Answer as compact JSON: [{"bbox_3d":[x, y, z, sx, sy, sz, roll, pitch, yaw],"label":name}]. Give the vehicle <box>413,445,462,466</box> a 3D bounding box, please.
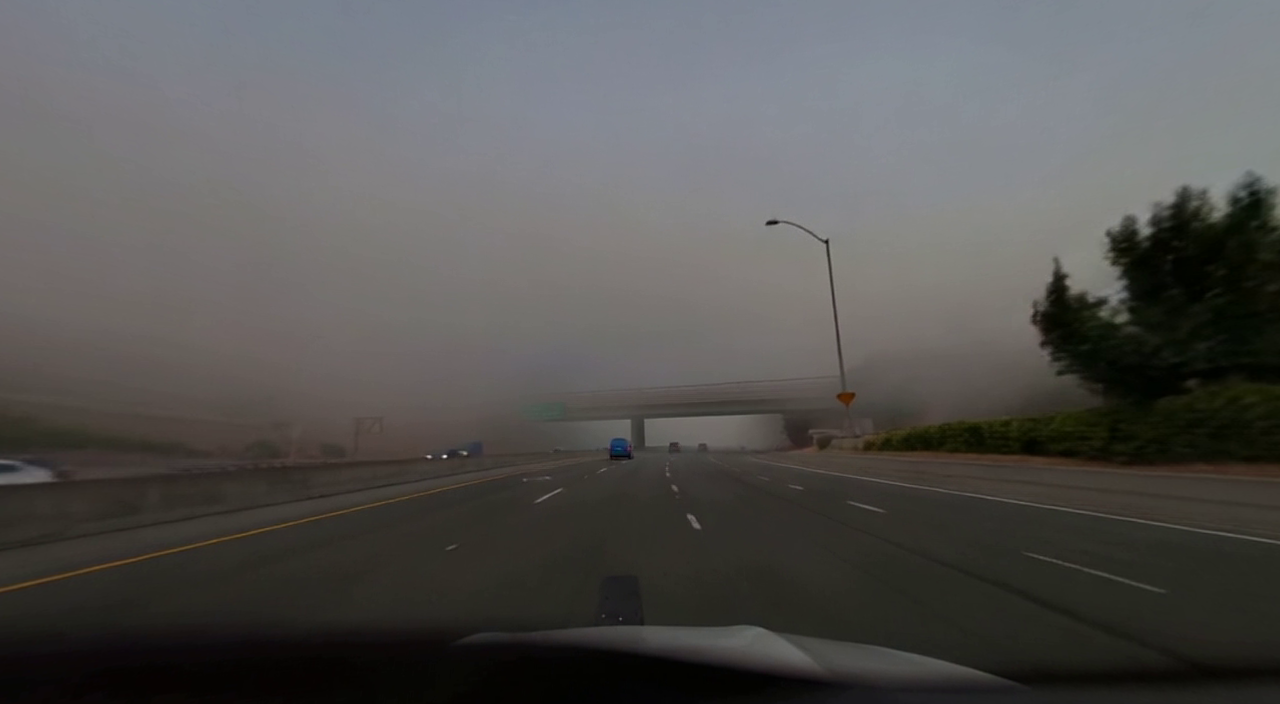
[{"bbox_3d":[-15.805,8.055,49.522,1.978,1.510,4.771,-1,-8,4],"label":"vehicle"}]
